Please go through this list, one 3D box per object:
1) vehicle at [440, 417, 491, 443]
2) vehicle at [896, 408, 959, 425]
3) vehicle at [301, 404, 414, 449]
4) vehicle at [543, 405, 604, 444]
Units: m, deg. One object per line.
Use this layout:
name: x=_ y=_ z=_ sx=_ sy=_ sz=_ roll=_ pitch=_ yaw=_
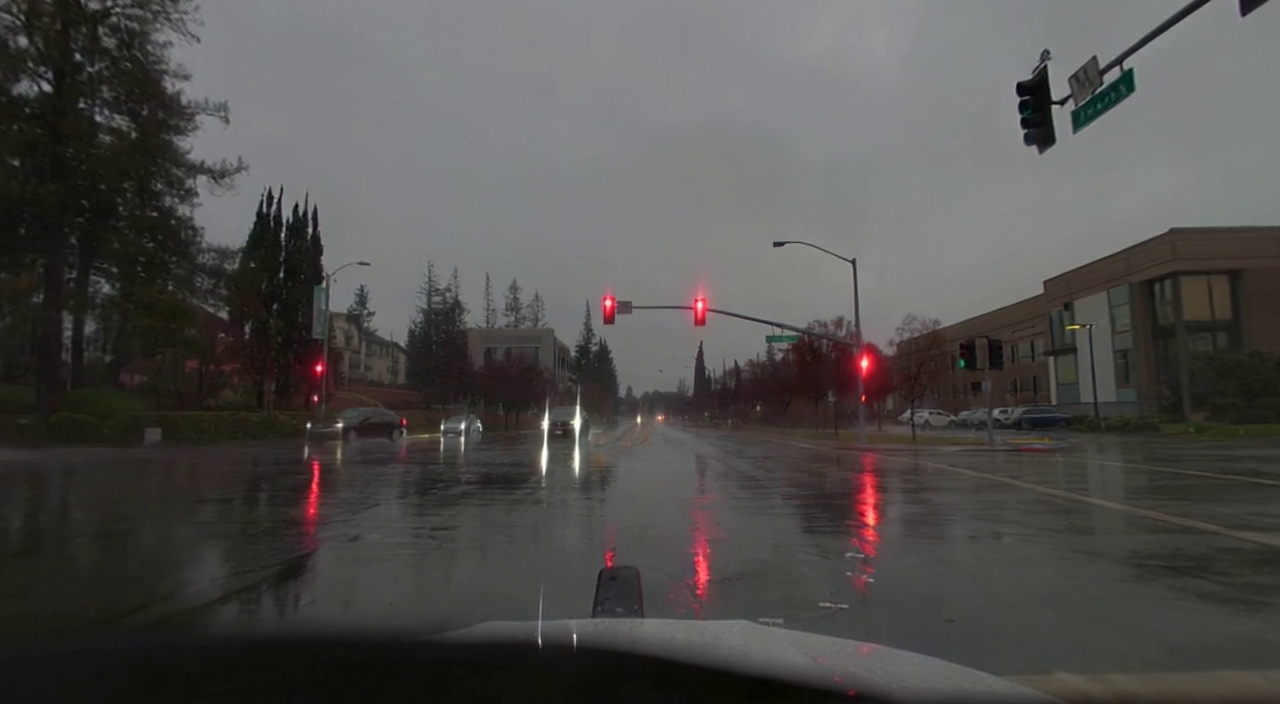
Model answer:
vehicle: x=-11.239 y=5.119 z=41.085 sx=1.899 sy=1.510 sz=4.294 roll=-1 pitch=-8 yaw=3
vehicle: x=22.008 y=4.942 z=48.440 sx=3.933 sy=1.219 sz=1.700 roll=-1 pitch=-9 yaw=3
vehicle: x=-13.041 y=3.579 z=29.632 sx=2.340 sy=1.902 sz=4.920 roll=-2 pitch=-9 yaw=11
vehicle: x=-3.447 y=3.956 z=33.807 sx=2.306 sy=1.907 sz=5.382 roll=-1 pitch=-8 yaw=4
